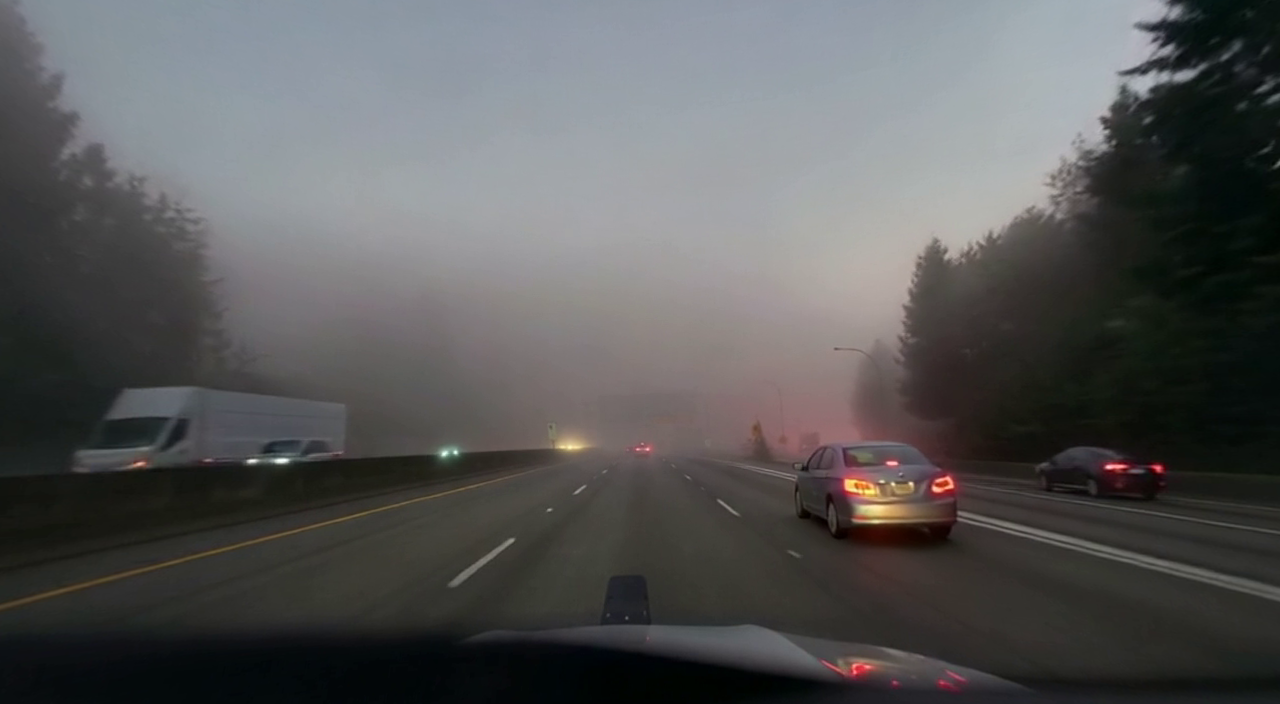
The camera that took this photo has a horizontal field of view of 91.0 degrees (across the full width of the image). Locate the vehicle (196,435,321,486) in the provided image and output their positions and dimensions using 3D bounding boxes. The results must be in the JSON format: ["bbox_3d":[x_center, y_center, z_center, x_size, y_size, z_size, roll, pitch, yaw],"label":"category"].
[{"bbox_3d":[-15.344,4.347,25.686,2.058,1.871,4.726,0,-8,0],"label":"vehicle"}]

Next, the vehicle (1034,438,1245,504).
[{"bbox_3d":[12.611,2.999,16.405,2.002,1.445,4.637,-1,-8,5],"label":"vehicle"}]

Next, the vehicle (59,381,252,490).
[{"bbox_3d":[-19.447,3.449,25.875,2.999,3.957,5.931,0,-8,0],"label":"vehicle"}]

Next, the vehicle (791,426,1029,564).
[{"bbox_3d":[3.662,1.970,9.456,1.909,1.599,3.943,0,-8,2],"label":"vehicle"}]
